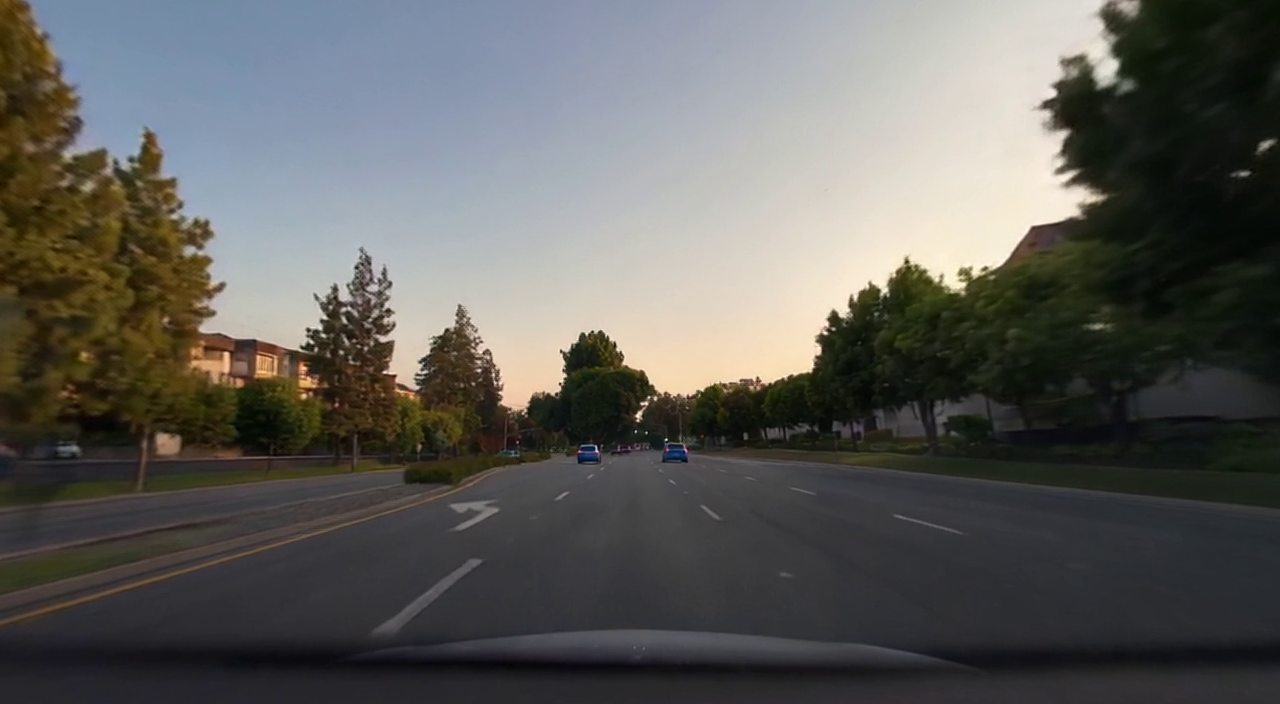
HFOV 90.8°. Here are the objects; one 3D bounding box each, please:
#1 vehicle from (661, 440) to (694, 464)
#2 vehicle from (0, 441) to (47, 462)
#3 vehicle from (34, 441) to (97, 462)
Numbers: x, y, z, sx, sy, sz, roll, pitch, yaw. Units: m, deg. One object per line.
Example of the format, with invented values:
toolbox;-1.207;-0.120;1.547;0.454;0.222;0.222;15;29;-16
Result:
vehicle;2.813;7.553;47.961;2.072;1.696;4.177;0;-8;-2
vehicle;-44.604;6.943;44.128;4.295;1.423;1.971;0;-8;1
vehicle;-45.117;7.833;49.613;3.379;1.375;1.601;-4;-9;-1
